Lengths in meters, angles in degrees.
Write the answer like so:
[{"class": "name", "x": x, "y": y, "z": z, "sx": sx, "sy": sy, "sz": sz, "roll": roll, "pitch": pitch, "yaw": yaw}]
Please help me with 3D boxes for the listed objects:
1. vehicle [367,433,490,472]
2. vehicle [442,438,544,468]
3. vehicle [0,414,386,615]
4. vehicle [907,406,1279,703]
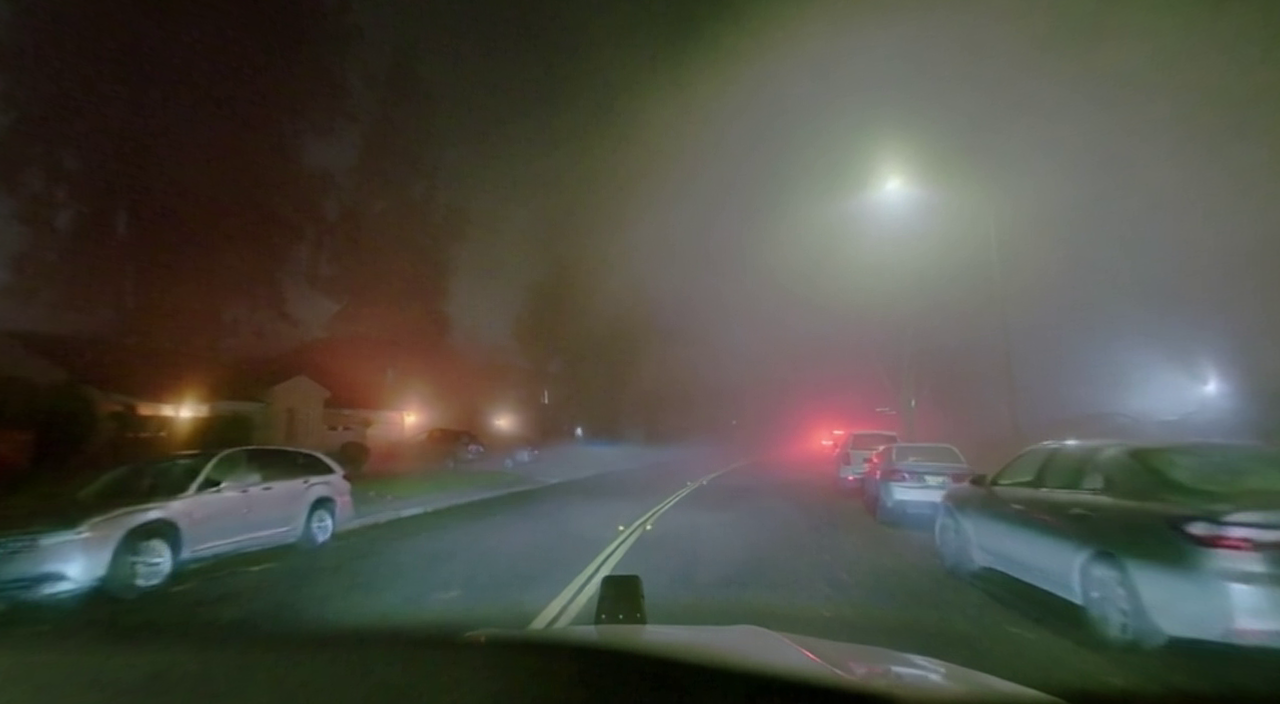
[{"class": "vehicle", "x": -9.155, "y": 4.356, "z": 27.481, "sx": 4.635, "sy": 1.594, "sz": 2.132, "roll": -3, "pitch": -9, "yaw": 16}, {"class": "vehicle", "x": -7.250, "y": 5.000, "z": 31.393, "sx": 4.455, "sy": 1.419, "sz": 2.017, "roll": -2, "pitch": -9, "yaw": 14}, {"class": "vehicle", "x": -5.513, "y": 1.758, "z": 7.961, "sx": 2.030, "sy": 1.696, "sz": 4.828, "roll": -2, "pitch": -9, "yaw": 9}, {"class": "vehicle", "x": 3.892, "y": 1.290, "z": 4.833, "sx": 2.045, "sy": 1.478, "sz": 4.914, "roll": -1, "pitch": -8, "yaw": 7}]
